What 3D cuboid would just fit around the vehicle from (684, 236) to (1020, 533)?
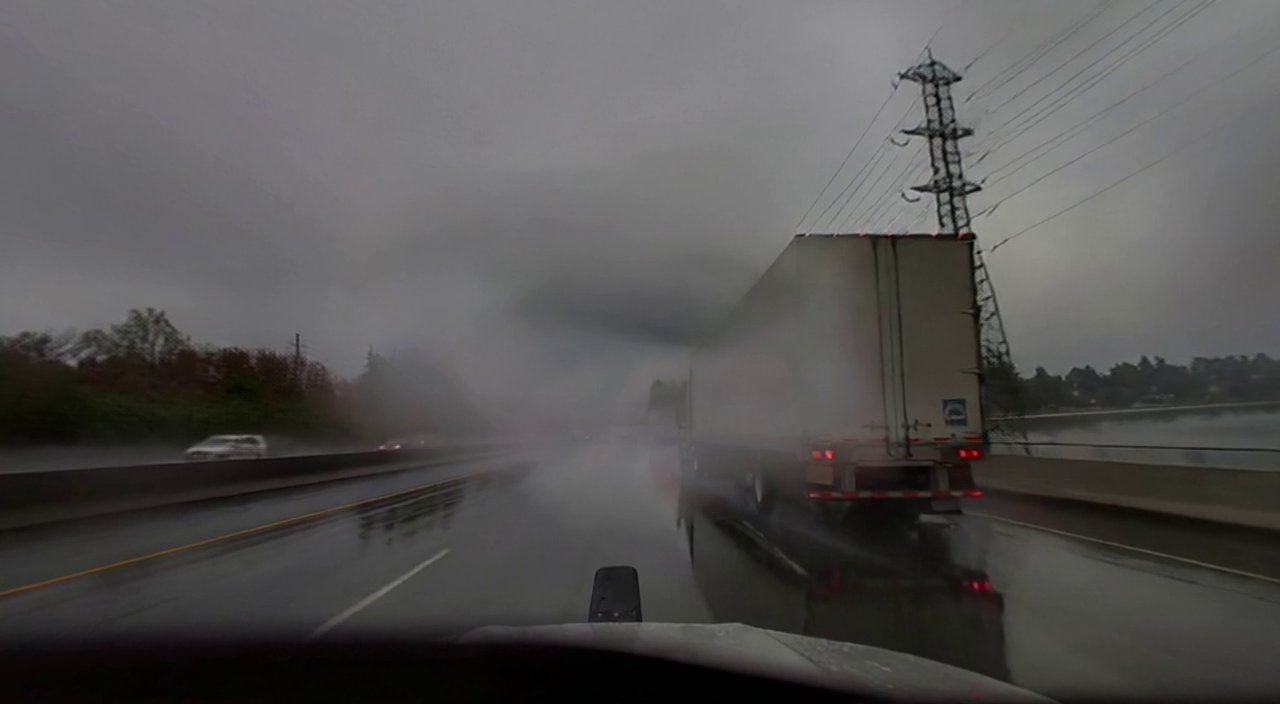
[{"bbox_3d":[3.360,1.338,15.680,2.905,4.080,14.157,0,-8,-2],"label":"vehicle"}]
